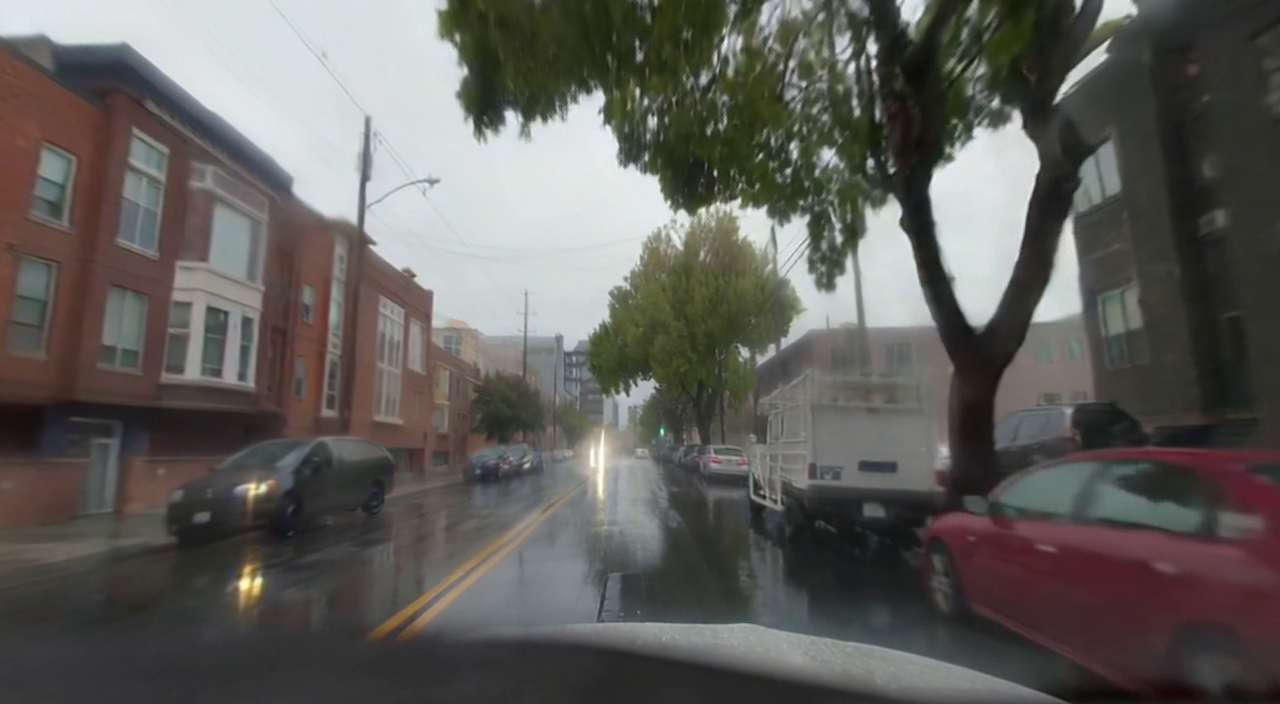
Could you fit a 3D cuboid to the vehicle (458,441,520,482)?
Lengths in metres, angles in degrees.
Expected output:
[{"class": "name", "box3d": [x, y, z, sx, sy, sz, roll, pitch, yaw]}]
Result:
[{"class": "vehicle", "box3d": [-6.959, 5.059, 29.584, 1.930, 1.756, 4.955, 0, -8, -3]}]

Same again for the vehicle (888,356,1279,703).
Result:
[{"class": "vehicle", "box3d": [3.111, 1.024, 3.294, 1.896, 1.675, 4.000, 0, -8, -1]}]

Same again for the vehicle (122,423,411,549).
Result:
[{"class": "vehicle", "box3d": [-6.737, 2.461, 12.516, 2.259, 1.899, 5.643, 0, -8, 0]}]

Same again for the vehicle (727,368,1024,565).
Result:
[{"class": "vehicle", "box3d": [3.075, 1.712, 10.118, 2.480, 2.230, 5.704, 0, -8, -1]}]
